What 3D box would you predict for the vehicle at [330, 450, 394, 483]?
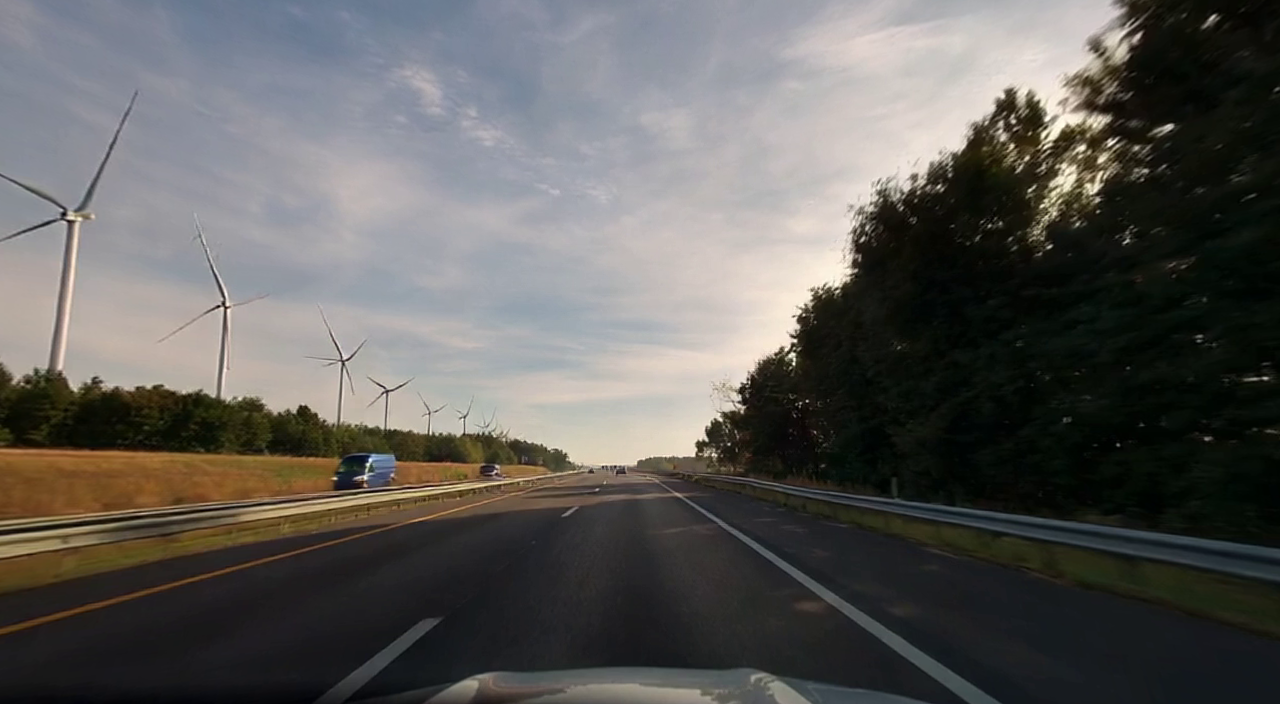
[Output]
[{"bbox_3d":[-17.481,7.260,39.936,1.954,1.878,4.658,1,-10,-1],"label":"vehicle"}]
